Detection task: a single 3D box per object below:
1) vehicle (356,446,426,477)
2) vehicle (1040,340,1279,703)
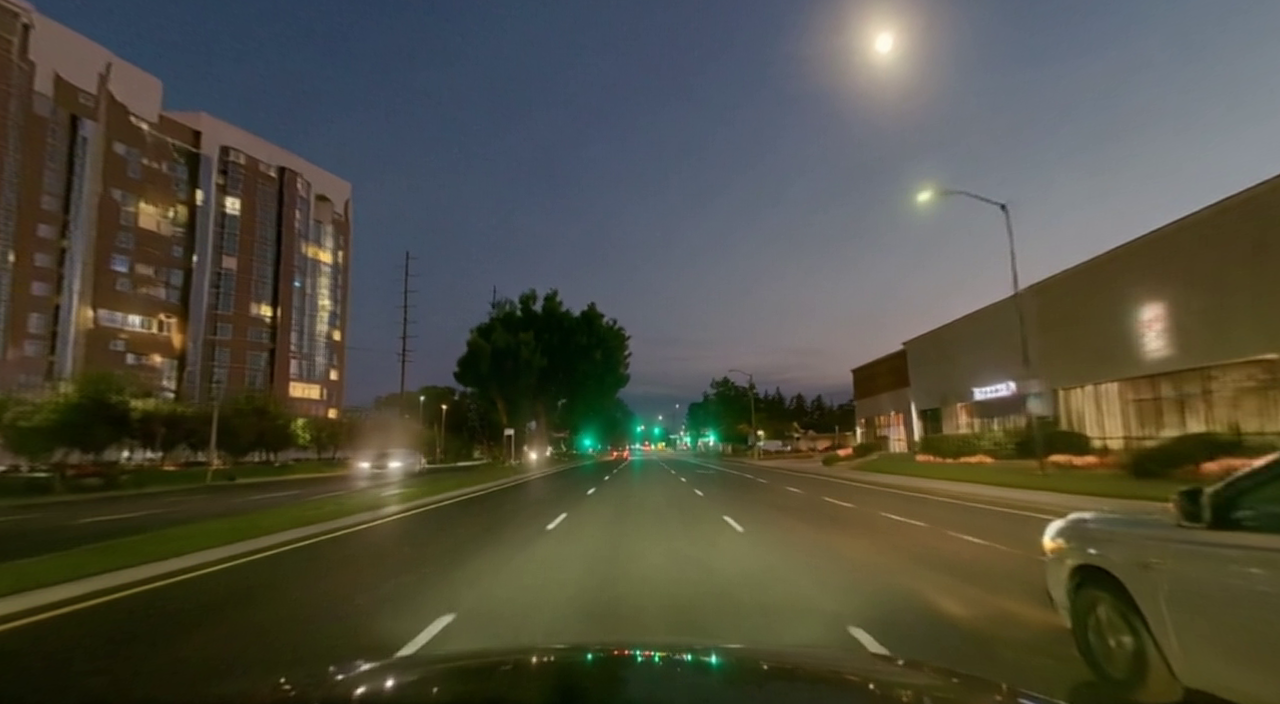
[{"bbox_3d":[-16.845,7.395,42.906,2.193,1.936,5.819,0,-9,2],"label":"vehicle"},{"bbox_3d":[3.267,0.659,1.167,2.090,1.685,4.436,0,-9,0],"label":"vehicle"}]
